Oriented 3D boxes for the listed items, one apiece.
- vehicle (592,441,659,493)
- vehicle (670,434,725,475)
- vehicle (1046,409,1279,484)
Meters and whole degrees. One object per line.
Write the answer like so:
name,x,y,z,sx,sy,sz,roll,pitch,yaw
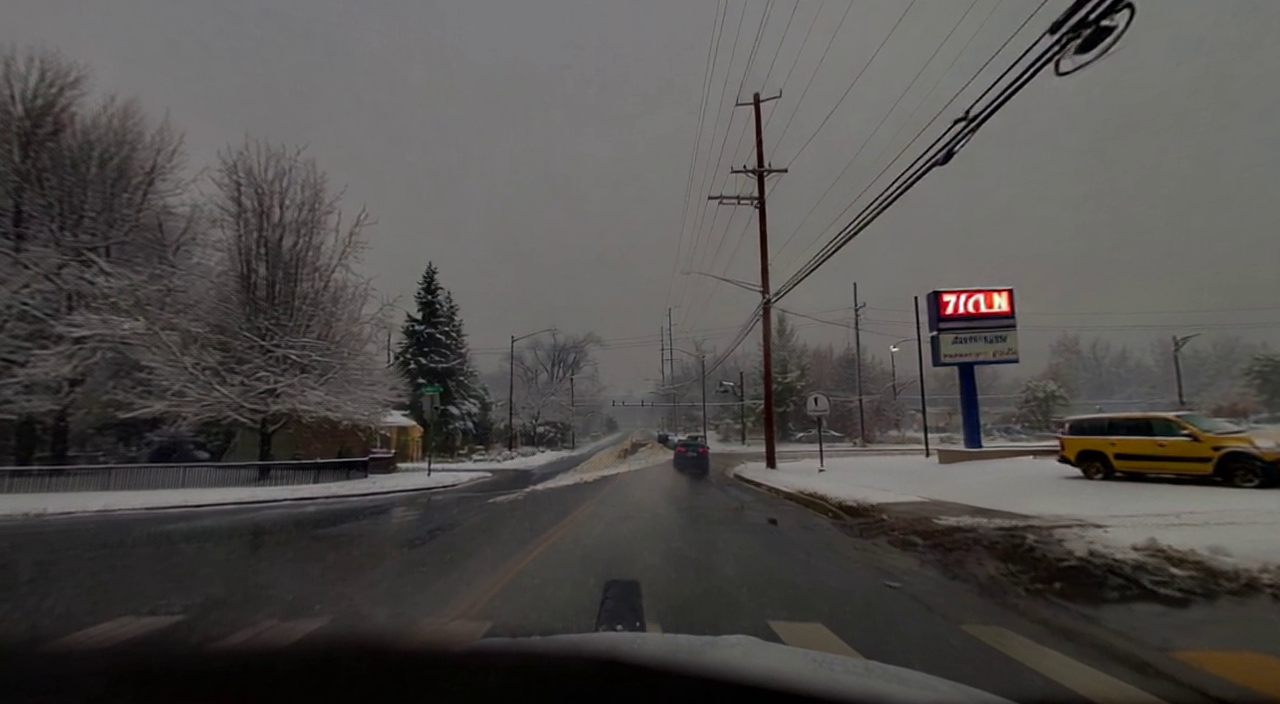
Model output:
vehicle,-0.533,3.513,19.702,1.874,1.427,3.976,0,-9,-4
vehicle,2.899,5.248,32.580,2.553,1.868,5.536,-1,-8,4
vehicle,13.352,2.418,16.118,4.518,1.764,2.014,-1,-9,2
